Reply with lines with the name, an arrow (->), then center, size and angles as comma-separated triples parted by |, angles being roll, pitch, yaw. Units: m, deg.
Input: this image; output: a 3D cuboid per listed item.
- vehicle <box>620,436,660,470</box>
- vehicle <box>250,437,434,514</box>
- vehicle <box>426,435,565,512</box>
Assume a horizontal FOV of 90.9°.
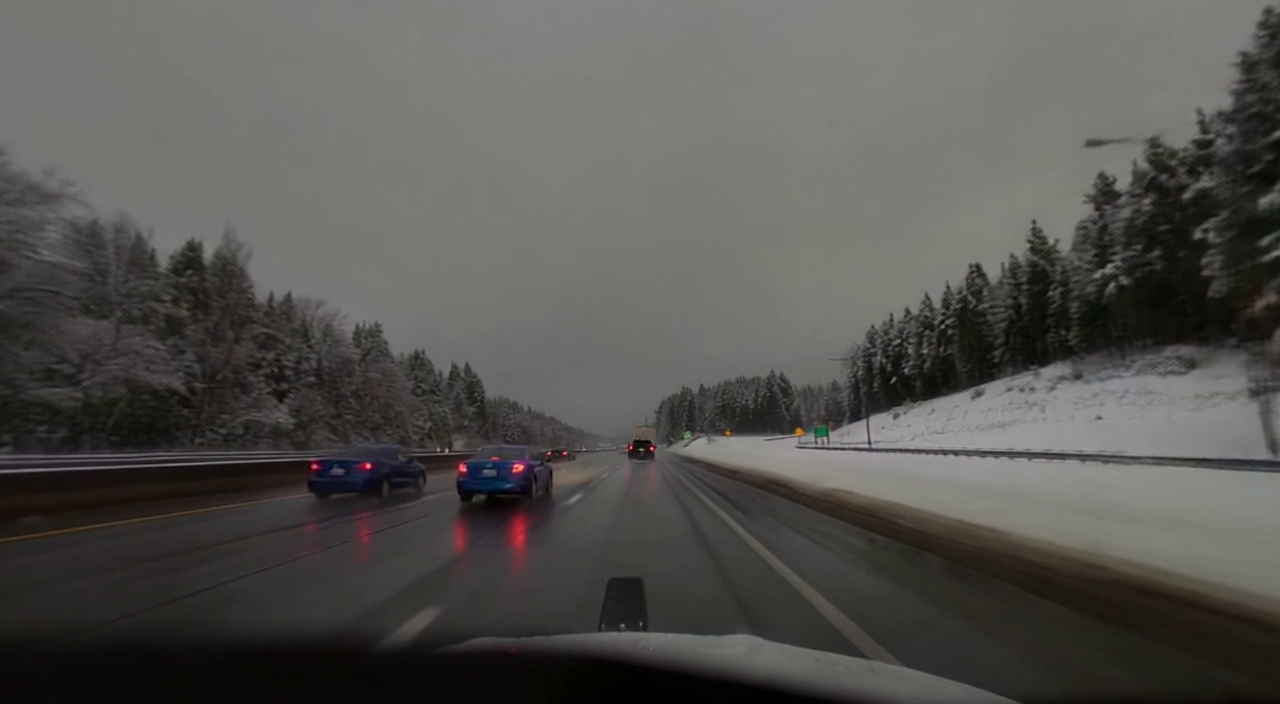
vehicle -> 0.060, 6.297, 39.516 | 2.309, 1.915, 5.130 | -1, -9, 1
vehicle -> -6.778, 2.843, 15.059 | 2.009, 1.519, 4.697 | -1, -9, 1
vehicle -> -3.336, 2.920, 15.756 | 2.139, 1.589, 5.102 | -1, -9, 2
